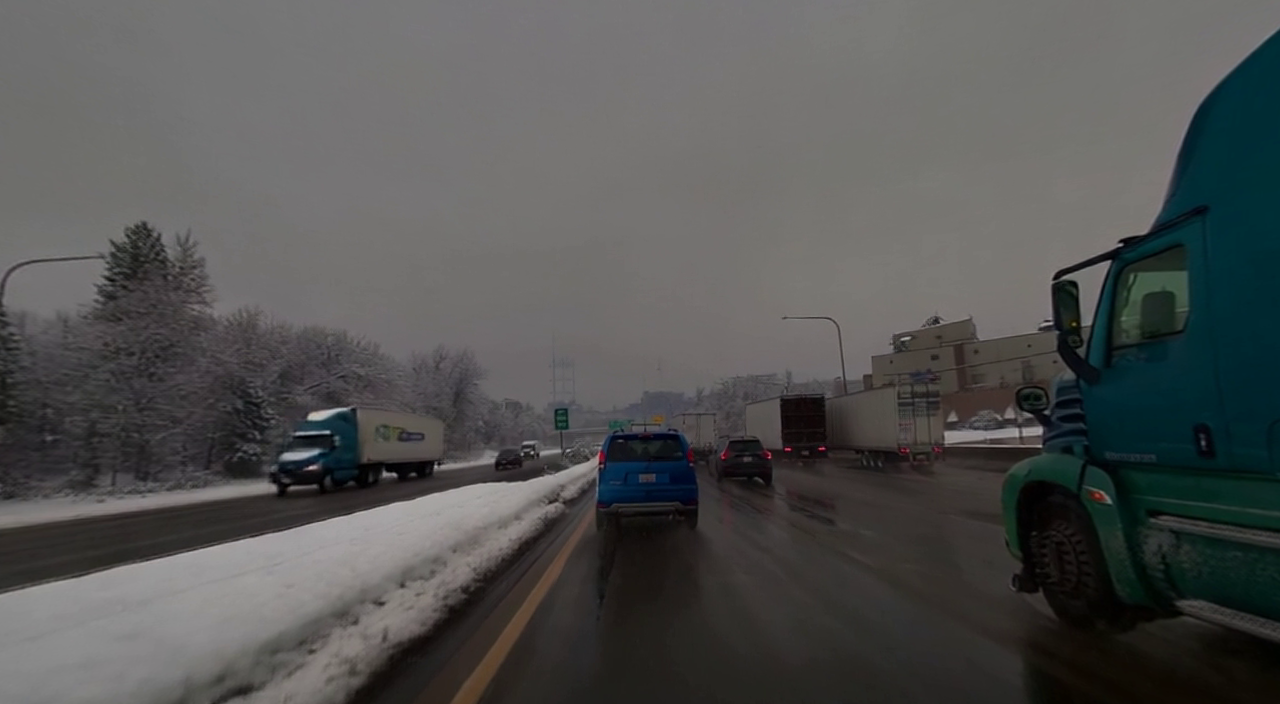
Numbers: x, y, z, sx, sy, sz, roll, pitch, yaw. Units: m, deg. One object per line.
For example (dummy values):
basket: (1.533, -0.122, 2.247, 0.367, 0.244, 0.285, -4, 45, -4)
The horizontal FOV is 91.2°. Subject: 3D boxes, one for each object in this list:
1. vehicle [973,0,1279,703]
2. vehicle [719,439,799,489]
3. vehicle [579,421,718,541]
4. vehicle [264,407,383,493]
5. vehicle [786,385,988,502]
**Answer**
vehicle: (4.230, -0.177, 1.890, 2.987, 3.877, 5.881, 0, -9, 0)
vehicle: (3.910, 3.767, 21.285, 1.859, 1.512, 3.711, 0, -9, -2)
vehicle: (0.129, 2.089, 10.623, 1.965, 1.664, 3.428, -1, -9, 0)
vehicle: (-16.101, 5.042, 32.454, 3.025, 3.994, 5.884, 0, -9, -1)
vehicle: (8.039, 3.306, 22.585, 2.799, 3.188, 10.578, 0, -9, -1)
